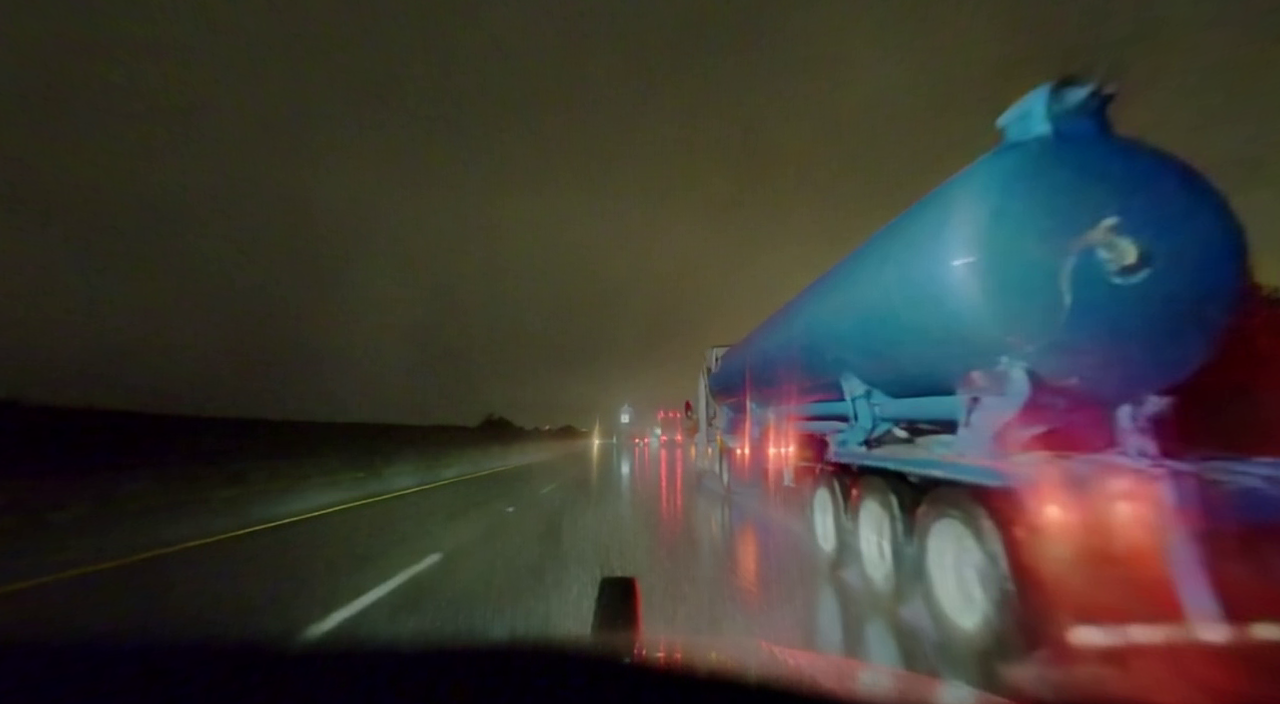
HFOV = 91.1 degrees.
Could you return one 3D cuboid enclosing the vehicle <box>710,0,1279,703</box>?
[{"bbox_3d":[3.077,0.618,8.113,2.946,3.745,11.516,1,-8,-1],"label":"vehicle"}]
